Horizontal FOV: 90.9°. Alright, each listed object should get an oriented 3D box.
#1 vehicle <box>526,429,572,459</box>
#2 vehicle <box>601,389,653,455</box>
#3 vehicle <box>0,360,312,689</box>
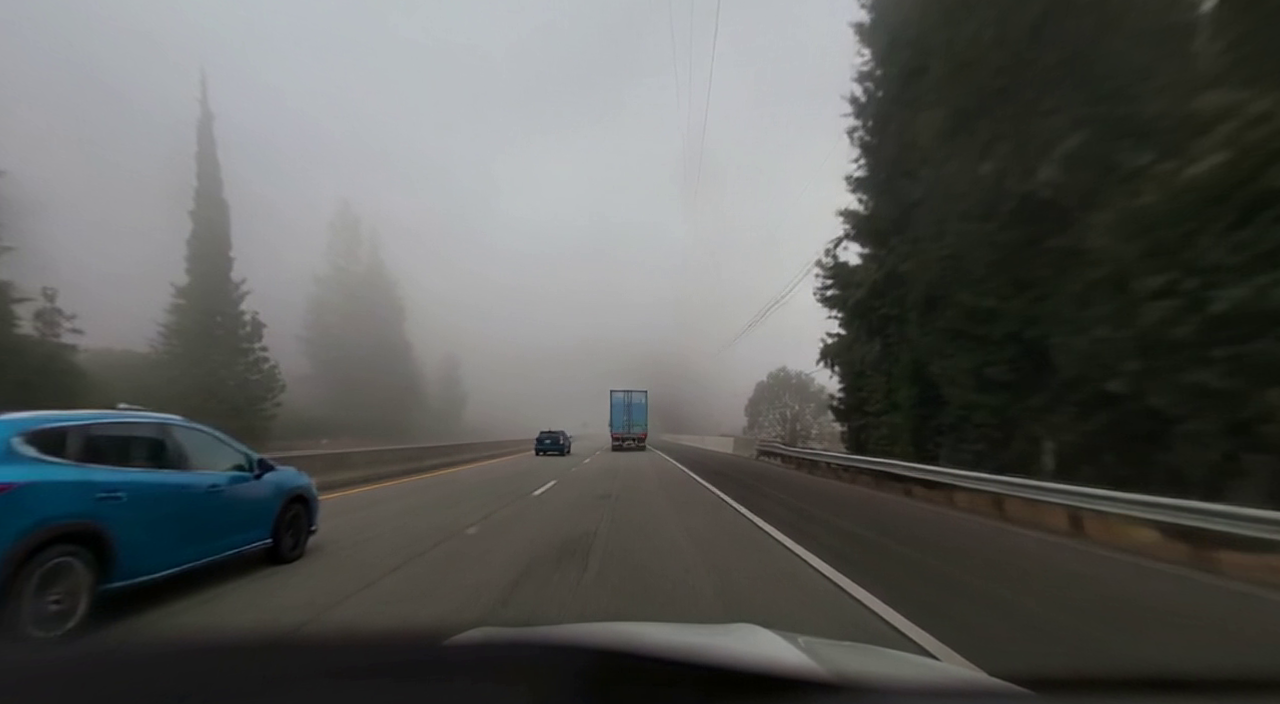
[{"bbox_3d":[-4.852,4.964,34.192,1.934,1.549,4.194,0,-8,-1],"label":"vehicle"},{"bbox_3d":[-0.856,4.695,41.484,2.955,3.851,9.915,0,-8,-1],"label":"vehicle"},{"bbox_3d":[-4.246,0.952,3.837,2.117,1.618,4.480,0,-8,-1],"label":"vehicle"}]
